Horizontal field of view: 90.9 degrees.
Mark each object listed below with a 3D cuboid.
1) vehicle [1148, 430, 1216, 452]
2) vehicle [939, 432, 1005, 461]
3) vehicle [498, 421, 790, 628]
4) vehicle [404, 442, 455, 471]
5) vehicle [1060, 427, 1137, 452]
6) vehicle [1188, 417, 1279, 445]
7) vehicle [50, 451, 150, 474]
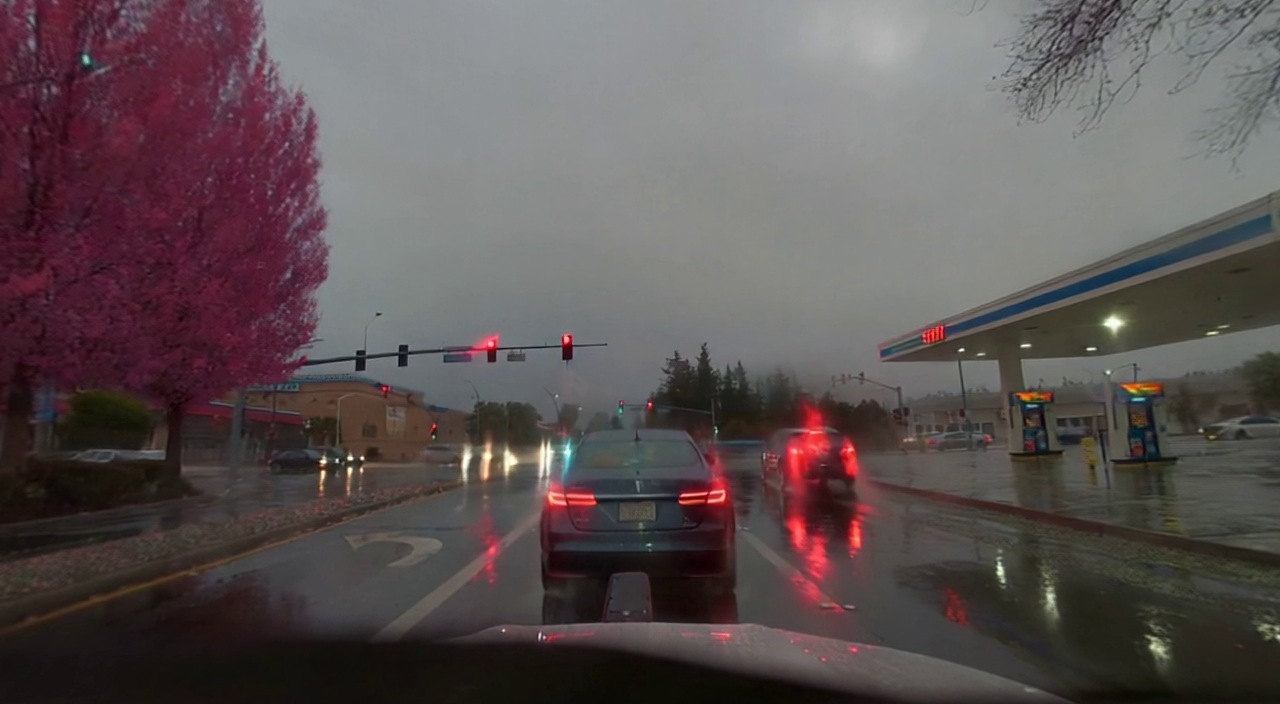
[{"bbox_3d":[40.965,6.717,47.672,3.573,1.432,1.604,-3,-8,2],"label":"vehicle"},{"bbox_3d":[18.404,5.237,34.842,2.053,1.495,4.091,-8,-12,44],"label":"vehicle"},{"bbox_3d":[0.017,1.556,6.673,2.112,1.482,4.057,0,-8,0],"label":"vehicle"},{"bbox_3d":[-14.598,7.178,43.594,2.019,1.867,4.660,6,-10,-35],"label":"vehicle"},{"bbox_3d":[34.762,6.646,47.830,4.294,1.557,1.744,-4,-8,1],"label":"vehicle"},{"bbox_3d":[36.339,4.858,38.485,1.848,1.581,4.475,0,-8,2],"label":"vehicle"},{"bbox_3d":[-37.477,7.647,43.904,1.889,1.455,4.813,-4,-9,25],"label":"vehicle"}]
